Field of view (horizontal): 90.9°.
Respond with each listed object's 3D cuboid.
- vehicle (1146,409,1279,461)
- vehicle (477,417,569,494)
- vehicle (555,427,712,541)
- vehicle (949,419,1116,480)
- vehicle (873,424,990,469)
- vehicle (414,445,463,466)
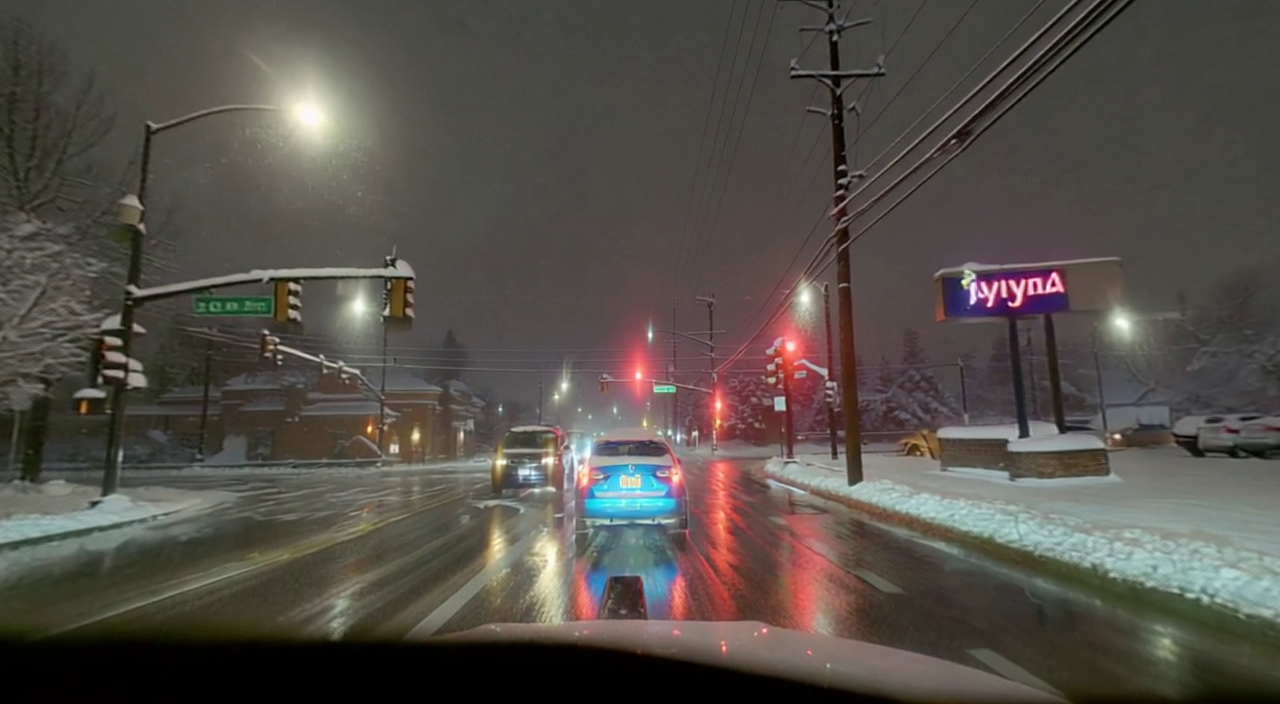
[{"bbox_3d":[18.704,2.711,20.385,4.446,1.511,1.977,4,-10,-29],"label":"vehicle"},{"bbox_3d":[-3.104,2.864,17.685,2.106,1.852,4.512,1,-8,-5],"label":"vehicle"},{"bbox_3d":[-0.146,2.060,10.517,2.070,1.481,4.216,0,-8,-2],"label":"vehicle"},{"bbox_3d":[10.537,2.668,17.385,1.888,1.455,4.268,0,-8,1],"label":"vehicle"},{"bbox_3d":[10.631,3.494,23.433,1.842,1.471,4.481,1,-8,-6],"label":"vehicle"},{"bbox_3d":[-15.584,7.941,48.584,2.111,1.511,4.641,6,-10,-37],"label":"vehicle"}]
